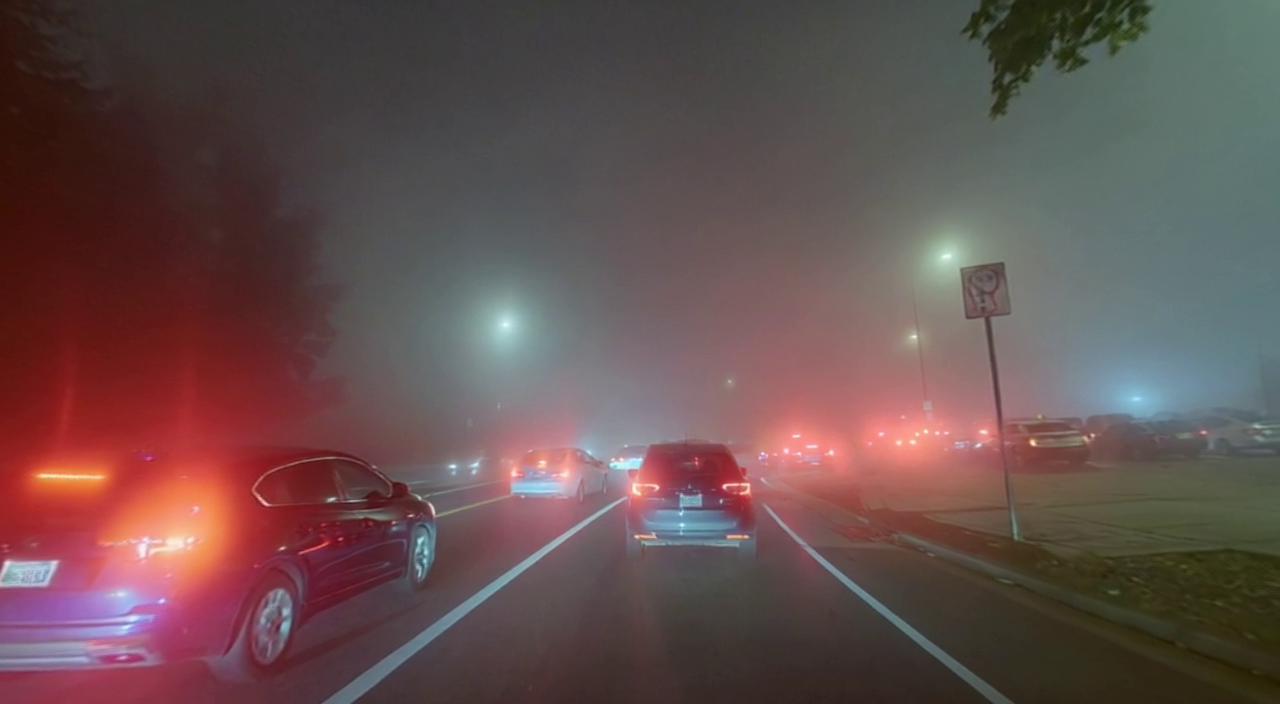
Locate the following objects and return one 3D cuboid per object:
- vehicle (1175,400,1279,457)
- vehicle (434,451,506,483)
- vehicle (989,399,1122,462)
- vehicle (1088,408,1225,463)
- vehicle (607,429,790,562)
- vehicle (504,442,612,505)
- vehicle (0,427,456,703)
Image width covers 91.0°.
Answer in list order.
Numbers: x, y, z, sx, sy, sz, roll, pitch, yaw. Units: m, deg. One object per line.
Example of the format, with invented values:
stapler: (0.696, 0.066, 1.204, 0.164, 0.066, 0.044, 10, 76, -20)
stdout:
vehicle: (20.197, 2.514, 20.864, 1.902, 1.529, 3.937, -10, -10, 12)
vehicle: (-8.746, 5.950, 32.908, 1.947, 1.482, 4.589, -1, -9, 8)
vehicle: (14.223, 2.813, 21.963, 2.288, 1.933, 4.612, -2, -9, 13)
vehicle: (17.359, 2.859, 21.432, 1.803, 1.518, 3.893, -7, -9, 11)
vehicle: (0.841, 2.004, 9.522, 2.142, 1.528, 4.133, -1, -9, 5)
vehicle: (-2.082, 3.257, 17.377, 1.870, 1.490, 4.187, -1, -9, 8)
vehicle: (-3.225, 1.448, 5.181, 1.940, 1.502, 4.241, -1, -9, 3)
